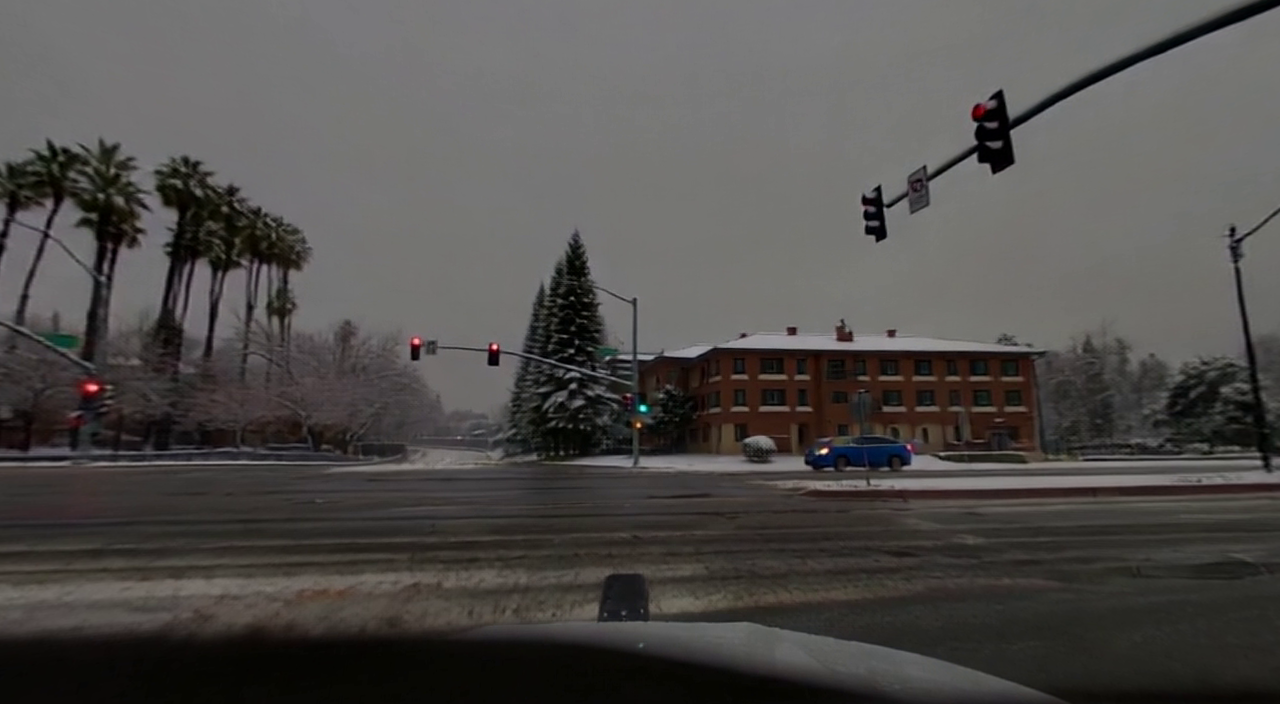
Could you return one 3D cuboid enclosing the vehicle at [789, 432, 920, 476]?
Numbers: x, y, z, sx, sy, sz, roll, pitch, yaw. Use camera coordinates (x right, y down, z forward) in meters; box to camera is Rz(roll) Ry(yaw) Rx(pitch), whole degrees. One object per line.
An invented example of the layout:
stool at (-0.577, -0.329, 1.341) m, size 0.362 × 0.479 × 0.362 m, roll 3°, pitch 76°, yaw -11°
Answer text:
vehicle at (9.087, 4.350, 26.859) m, size 4.820 × 1.751 × 2.050 m, roll 1°, pitch -9°, yaw -7°
